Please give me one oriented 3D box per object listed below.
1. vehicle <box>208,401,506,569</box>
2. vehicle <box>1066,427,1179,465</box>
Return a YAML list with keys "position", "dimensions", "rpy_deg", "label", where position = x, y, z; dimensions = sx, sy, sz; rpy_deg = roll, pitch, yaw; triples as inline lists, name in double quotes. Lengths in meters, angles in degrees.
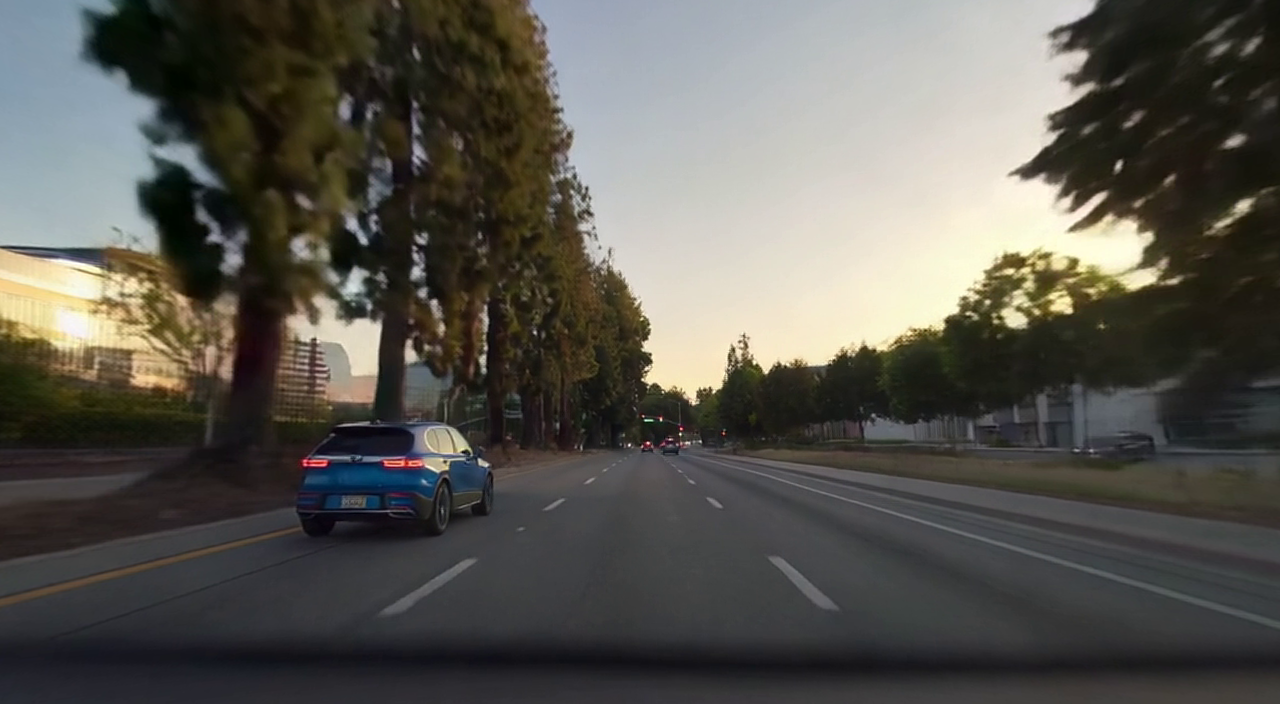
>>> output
- position: [-3.410, 1.714, 8.816]
  dimensions: [2.033, 1.713, 4.503]
  rpy_deg: [0, -9, 0]
  label: "vehicle"
- position: [23.260, 4.504, 30.430]
  dimensions: [4.000, 1.458, 1.640]
  rpy_deg: [-4, -7, 0]
  label: "vehicle"
